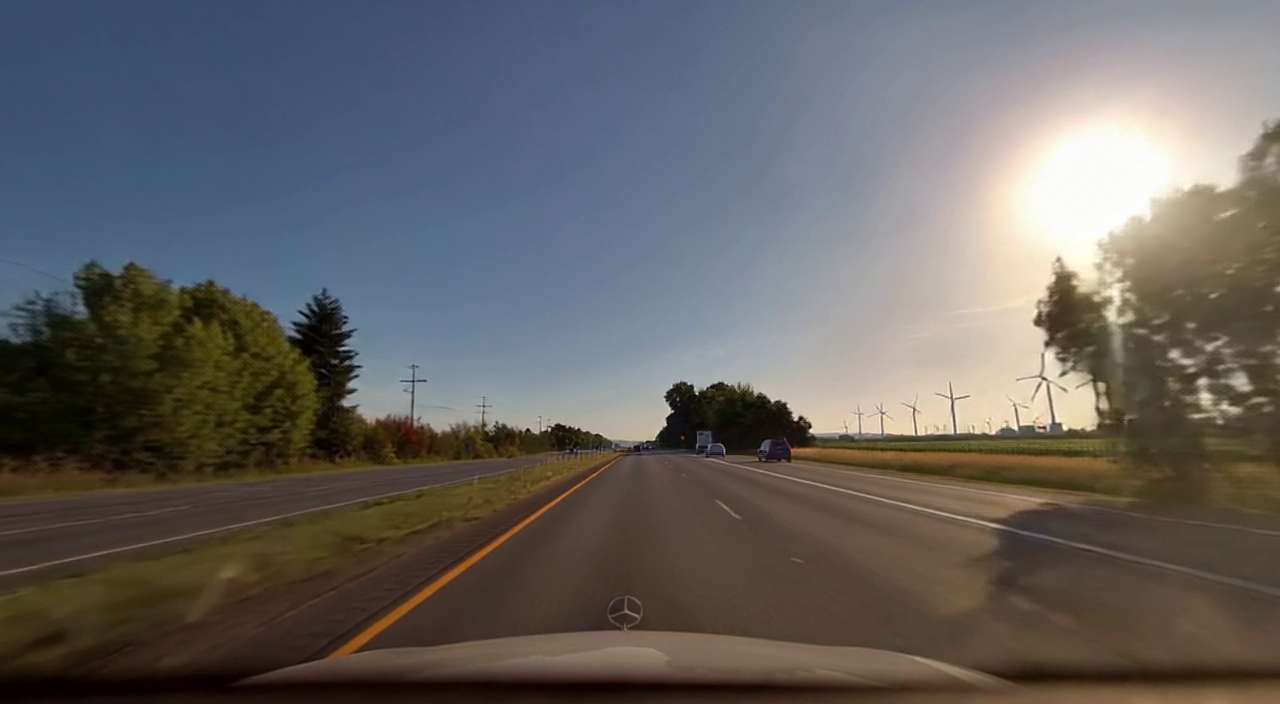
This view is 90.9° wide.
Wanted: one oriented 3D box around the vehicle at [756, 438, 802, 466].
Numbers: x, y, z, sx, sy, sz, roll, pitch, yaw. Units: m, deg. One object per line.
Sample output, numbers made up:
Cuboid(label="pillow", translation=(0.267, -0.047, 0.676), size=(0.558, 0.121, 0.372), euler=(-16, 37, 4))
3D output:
Cuboid(label="vehicle", translation=(9.013, 6.531, 41.106), size=(1.897, 1.669, 4.825), euler=(0, -9, 0))
